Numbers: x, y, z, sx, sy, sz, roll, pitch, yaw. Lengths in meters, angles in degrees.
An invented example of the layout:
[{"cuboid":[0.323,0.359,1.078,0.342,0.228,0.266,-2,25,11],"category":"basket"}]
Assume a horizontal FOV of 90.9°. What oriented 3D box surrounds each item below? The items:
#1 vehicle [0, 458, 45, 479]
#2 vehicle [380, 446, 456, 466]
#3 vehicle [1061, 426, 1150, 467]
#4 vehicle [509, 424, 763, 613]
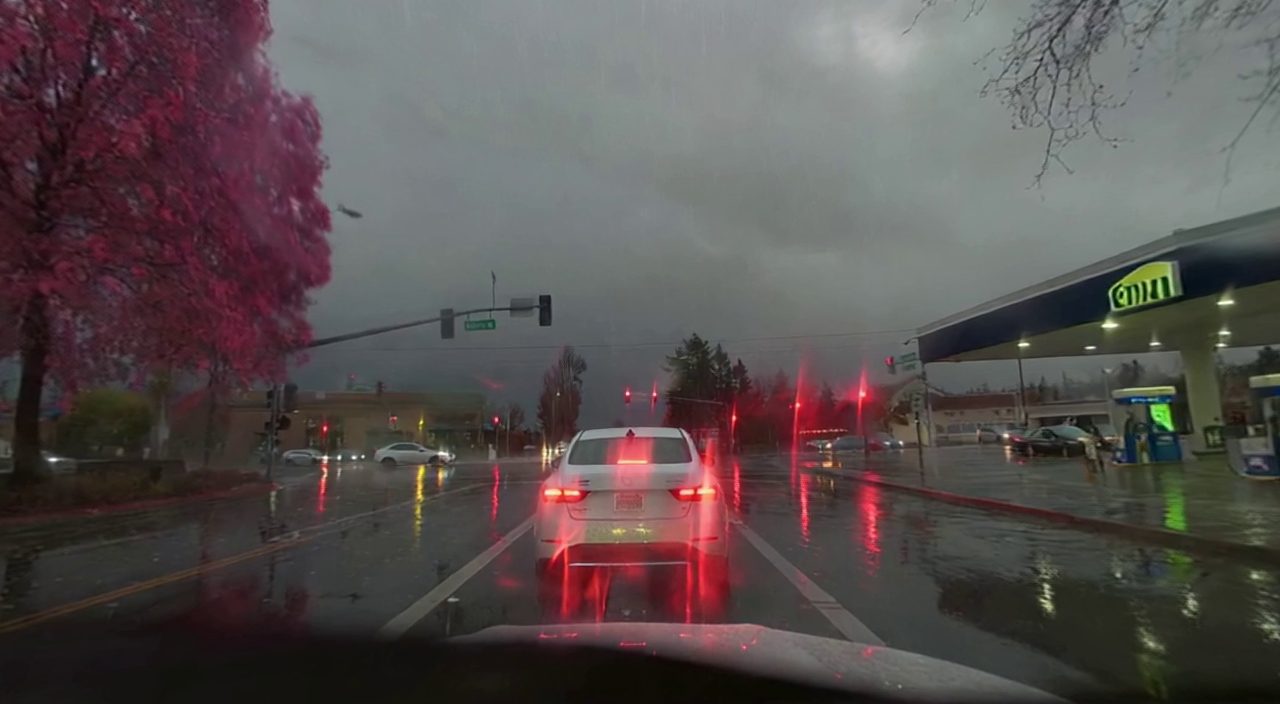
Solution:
[{"cuboid":[-44.916,8.180,44.335,4.380,1.409,1.841,-1,-8,6],"category":"vehicle"},{"cuboid":[-16.212,7.601,46.101,4.813,1.455,1.889,-1,-8,4],"category":"vehicle"},{"cuboid":[18.549,3.746,25.052,4.091,1.495,2.053,8,-12,-44],"category":"vehicle"},{"cuboid":[-0.051,1.623,7.104,2.010,1.482,4.057,0,-8,0],"category":"vehicle"}]
